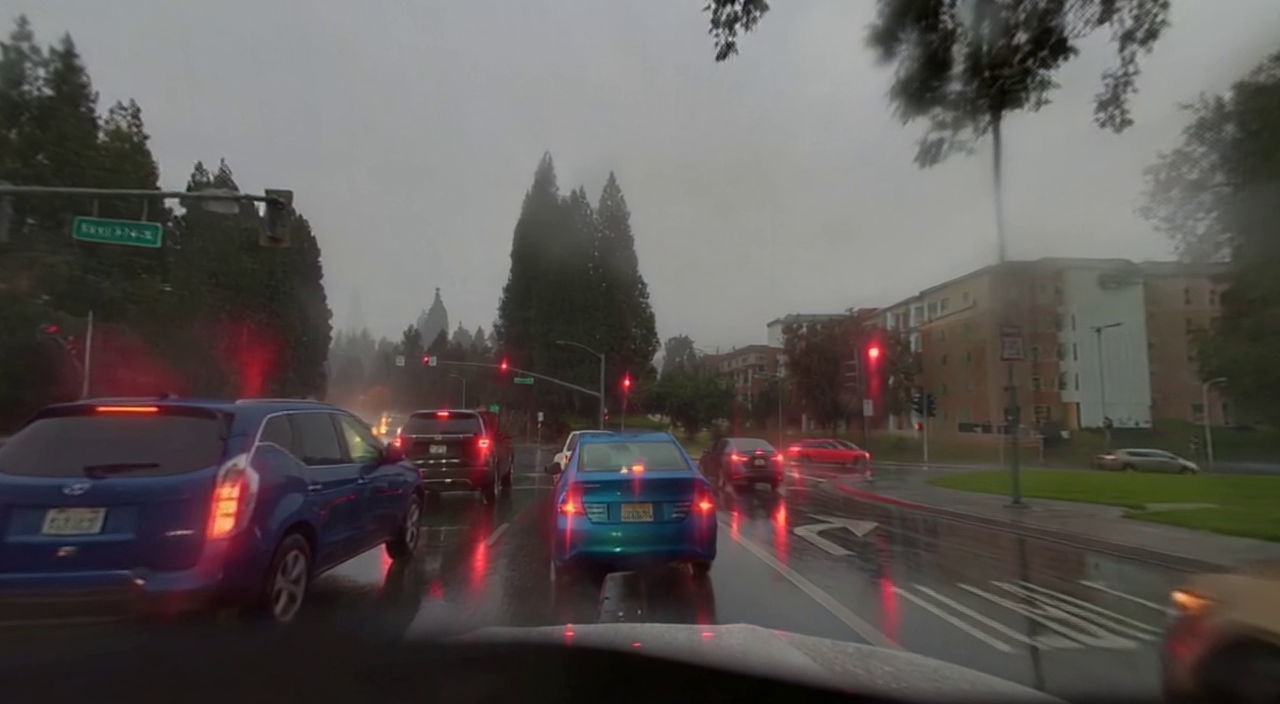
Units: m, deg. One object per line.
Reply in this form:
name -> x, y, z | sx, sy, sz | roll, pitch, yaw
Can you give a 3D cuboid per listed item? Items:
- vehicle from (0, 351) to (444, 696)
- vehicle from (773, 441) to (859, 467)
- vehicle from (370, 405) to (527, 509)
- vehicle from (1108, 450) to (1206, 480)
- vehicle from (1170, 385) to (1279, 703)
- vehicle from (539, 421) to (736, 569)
vehicle -> -3.267, 1.179, 5.441 | 1.924, 1.737, 4.387 | 0, -8, -3
vehicle -> 10.721, 6.212, 38.674 | 4.609, 1.513, 1.861 | 1, -9, -7
vehicle -> -4.178, 2.433, 15.007 | 2.305, 1.984, 5.586 | 0, -8, -4
vehicle -> 32.456, 7.081, 39.762 | 4.394, 1.802, 1.924 | 0, -8, 1
vehicle -> 3.315, 0.588, 0.246 | 2.100, 1.524, 4.746 | 0, -8, 0
vehicle -> -0.169, 1.778, 8.703 | 2.001, 1.483, 4.442 | 0, -8, -4
